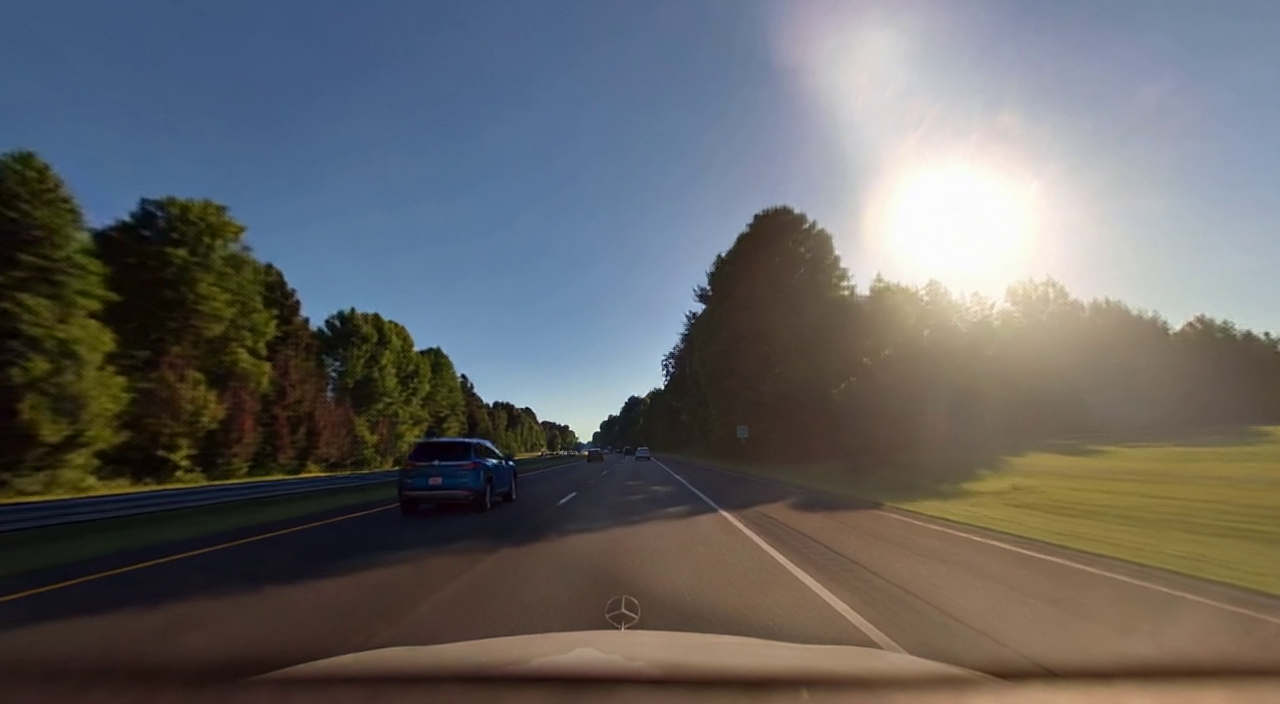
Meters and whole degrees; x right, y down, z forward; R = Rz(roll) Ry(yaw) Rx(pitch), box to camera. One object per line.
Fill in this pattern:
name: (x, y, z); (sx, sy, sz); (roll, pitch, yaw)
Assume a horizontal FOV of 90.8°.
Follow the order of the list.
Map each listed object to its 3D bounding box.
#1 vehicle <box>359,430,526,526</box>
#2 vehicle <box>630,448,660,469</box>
vehicle: (-3.850, 2.531, 13.230); (2.100, 1.667, 4.223); (0, -9, 0)
vehicle: (0.295, 7.598, 45.293); (2.046, 1.452, 4.407); (0, -9, -1)
